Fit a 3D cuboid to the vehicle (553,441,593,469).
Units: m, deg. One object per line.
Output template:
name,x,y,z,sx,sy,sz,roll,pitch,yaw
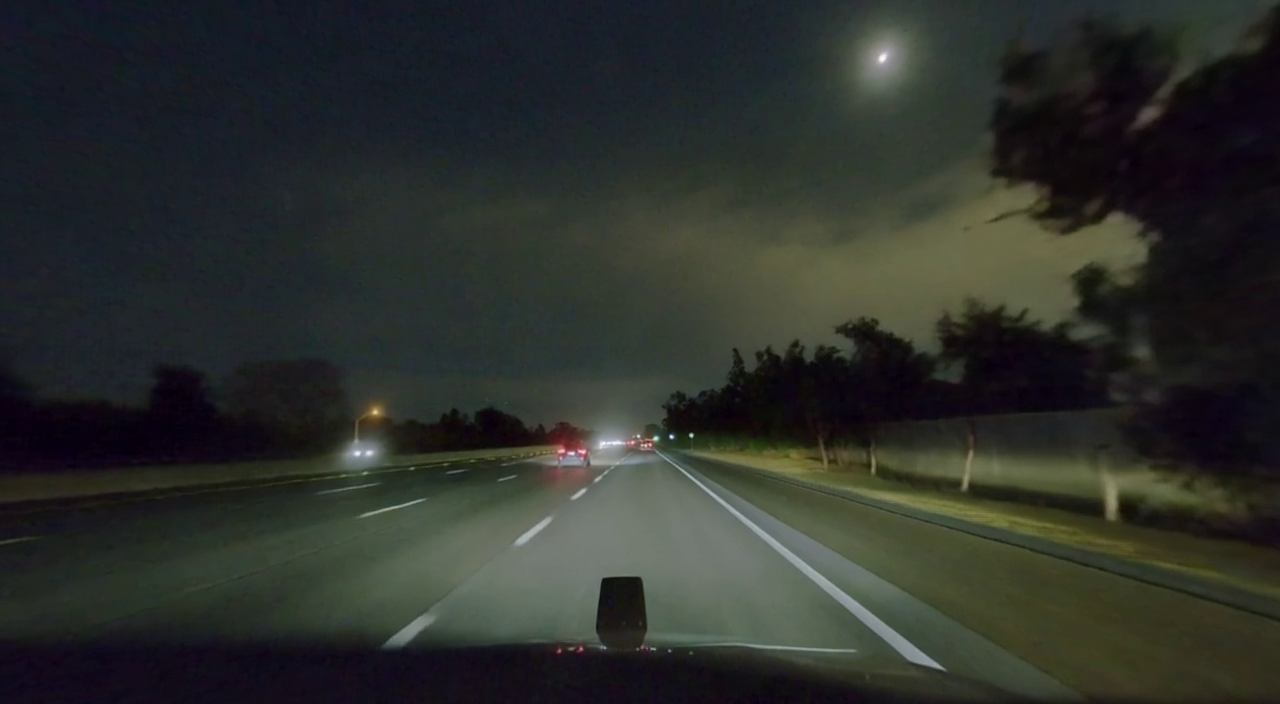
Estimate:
vehicle,-3.718,5.787,35.674,1.786,1.488,4.023,0,-8,1
